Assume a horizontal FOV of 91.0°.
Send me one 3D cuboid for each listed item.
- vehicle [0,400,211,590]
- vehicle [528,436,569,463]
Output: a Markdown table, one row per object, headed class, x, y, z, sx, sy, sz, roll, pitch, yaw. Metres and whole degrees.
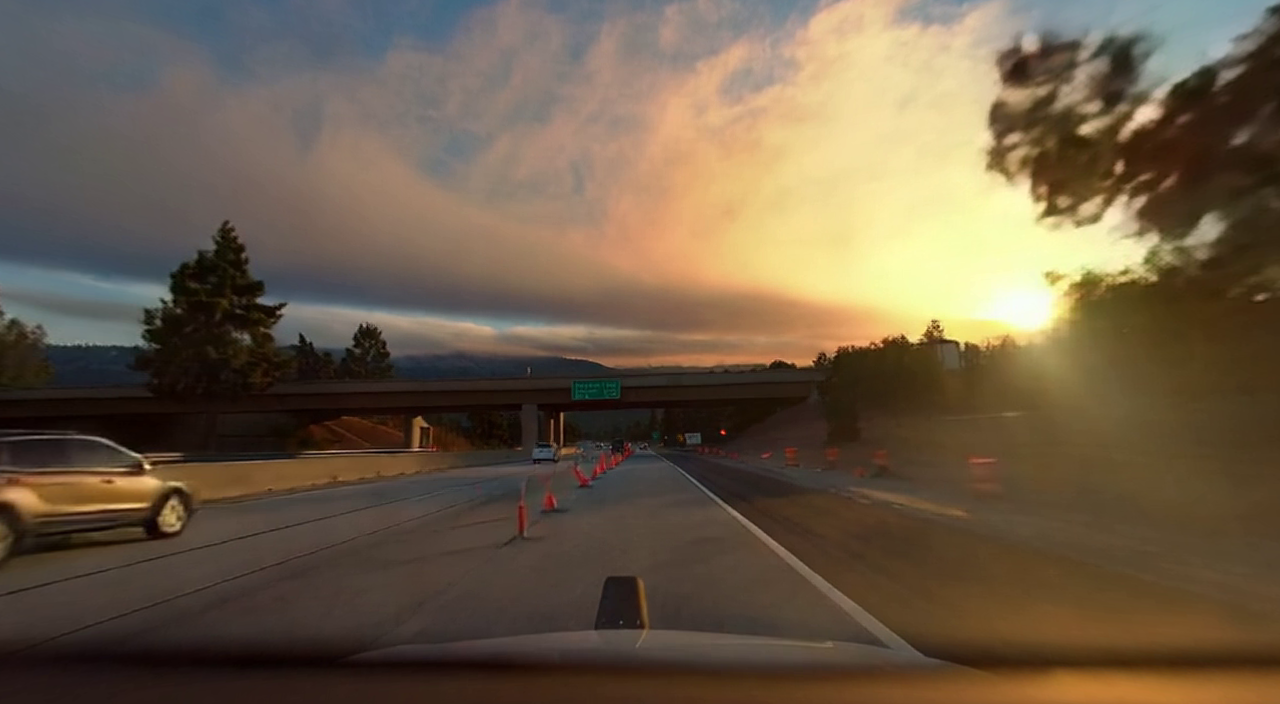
| class | x | y | z | sx | sy | sz | roll | pitch | yaw |
| --- | --- | --- | --- | --- | --- | --- | --- | --- | --- |
| vehicle | -6.889 | 1.310 | 5.821 | 2.169 | 1.701 | 5.113 | 0 | -8 | 1 |
| vehicle | -6.430 | 6.924 | 44.706 | 2.103 | 1.775 | 4.966 | 0 | -8 | 1 |
